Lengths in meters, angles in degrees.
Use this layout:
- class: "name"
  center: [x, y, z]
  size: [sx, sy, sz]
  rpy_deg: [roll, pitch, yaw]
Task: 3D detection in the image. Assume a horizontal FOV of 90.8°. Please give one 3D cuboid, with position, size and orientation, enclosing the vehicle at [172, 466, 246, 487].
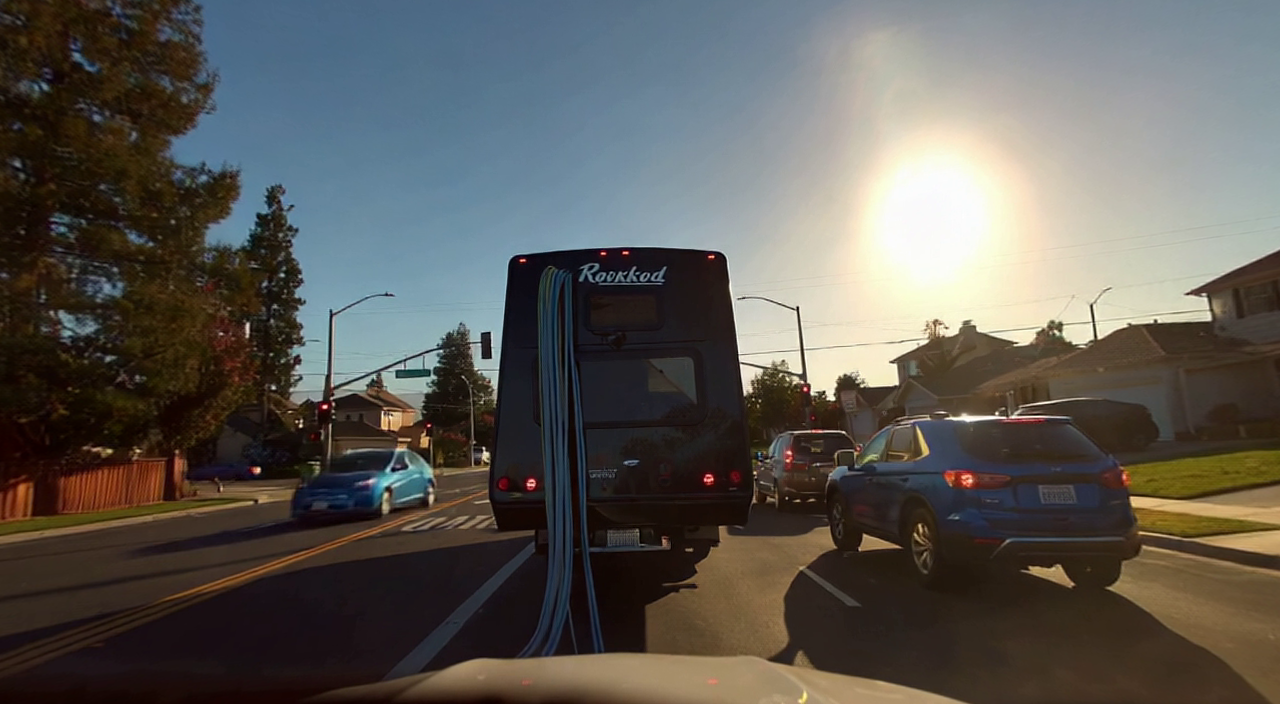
- class: "vehicle"
  center: [-32.686, 9.415, 47.960]
  size: [4.311, 1.458, 1.707]
  rpy_deg: [0, -9, -3]

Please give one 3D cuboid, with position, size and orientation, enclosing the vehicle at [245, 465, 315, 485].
- class: "vehicle"
  center: [-27.408, 9.364, 48.144]
  size: [4.187, 1.445, 1.809]
  rpy_deg: [0, -9, 0]

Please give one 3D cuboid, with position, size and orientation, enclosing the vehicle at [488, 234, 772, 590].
- class: "vehicle"
  center: [-0.100, 1.133, 10.327]
  size: [2.709, 3.511, 8.213]
  rpy_deg: [0, -9, 0]

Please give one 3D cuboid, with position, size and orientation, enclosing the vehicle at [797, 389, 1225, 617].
- class: "vehicle"
  center: [3.411, 1.493, 7.137]
  size: [2.104, 1.735, 4.408]
  rpy_deg: [0, -9, 0]

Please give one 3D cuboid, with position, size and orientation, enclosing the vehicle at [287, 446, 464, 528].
- class: "vehicle"
  center: [-5.581, 2.865, 14.139]
  size: [1.979, 1.483, 4.668]
  rpy_deg: [0, -9, -1]
